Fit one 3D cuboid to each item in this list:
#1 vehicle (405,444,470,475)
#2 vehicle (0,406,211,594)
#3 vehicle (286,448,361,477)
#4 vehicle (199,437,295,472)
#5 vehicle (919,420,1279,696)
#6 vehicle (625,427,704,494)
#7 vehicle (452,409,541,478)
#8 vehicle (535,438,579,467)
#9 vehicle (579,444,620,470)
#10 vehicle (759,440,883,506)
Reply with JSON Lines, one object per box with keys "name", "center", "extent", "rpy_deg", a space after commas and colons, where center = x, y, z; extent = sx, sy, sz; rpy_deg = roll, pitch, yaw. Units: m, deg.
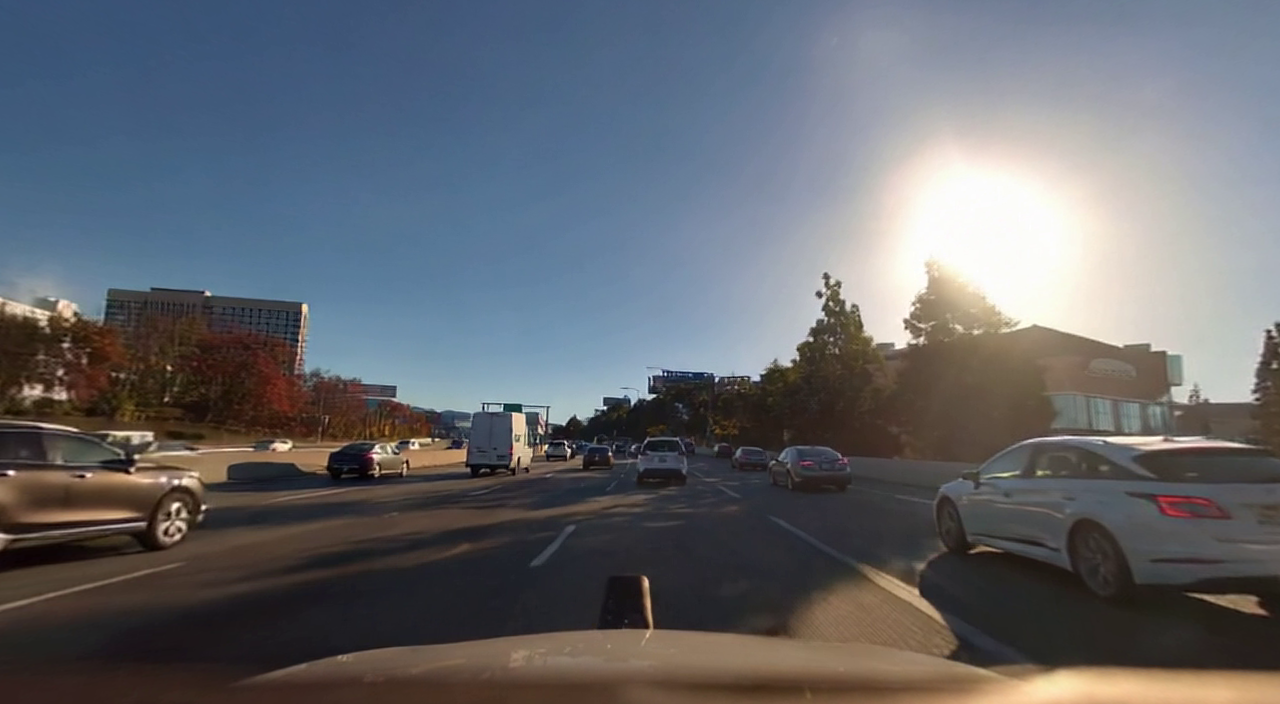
{"name": "vehicle", "center": [-10.266, 5.478, 32.329], "extent": [1.923, 1.480, 3.905], "rpy_deg": [0, -9, 2]}
{"name": "vehicle", "center": [-6.637, 1.359, 5.904], "extent": [2.021, 1.632, 4.417], "rpy_deg": [0, -9, 2]}
{"name": "vehicle", "center": [-16.229, 5.638, 32.538], "extent": [1.823, 1.388, 3.705], "rpy_deg": [0, -9, 1]}
{"name": "vehicle", "center": [-20.425, 5.351, 33.044], "extent": [1.920, 1.695, 4.612], "rpy_deg": [0, -9, 2]}
{"name": "vehicle", "center": [4.457, 1.450, 5.602], "extent": [1.915, 1.482, 4.537], "rpy_deg": [0, -9, 1]}
{"name": "vehicle", "center": [0.736, 3.419, 20.171], "extent": [2.209, 1.863, 4.626], "rpy_deg": [0, -9, 1]}
{"name": "vehicle", "center": [-6.440, 4.300, 29.476], "extent": [2.358, 2.817, 7.055], "rpy_deg": [0, -9, 1]}
{"name": "vehicle", "center": [-6.014, 7.375, 46.436], "extent": [2.269, 1.929, 6.032], "rpy_deg": [0, -9, 1]}
{"name": "vehicle", "center": [-2.421, 6.440, 38.883], "extent": [2.079, 1.499, 4.512], "rpy_deg": [0, -9, 1]}
{"name": "vehicle", "center": [4.552, 3.113, 16.663], "extent": [1.942, 1.487, 4.518], "rpy_deg": [0, -9, 0]}
